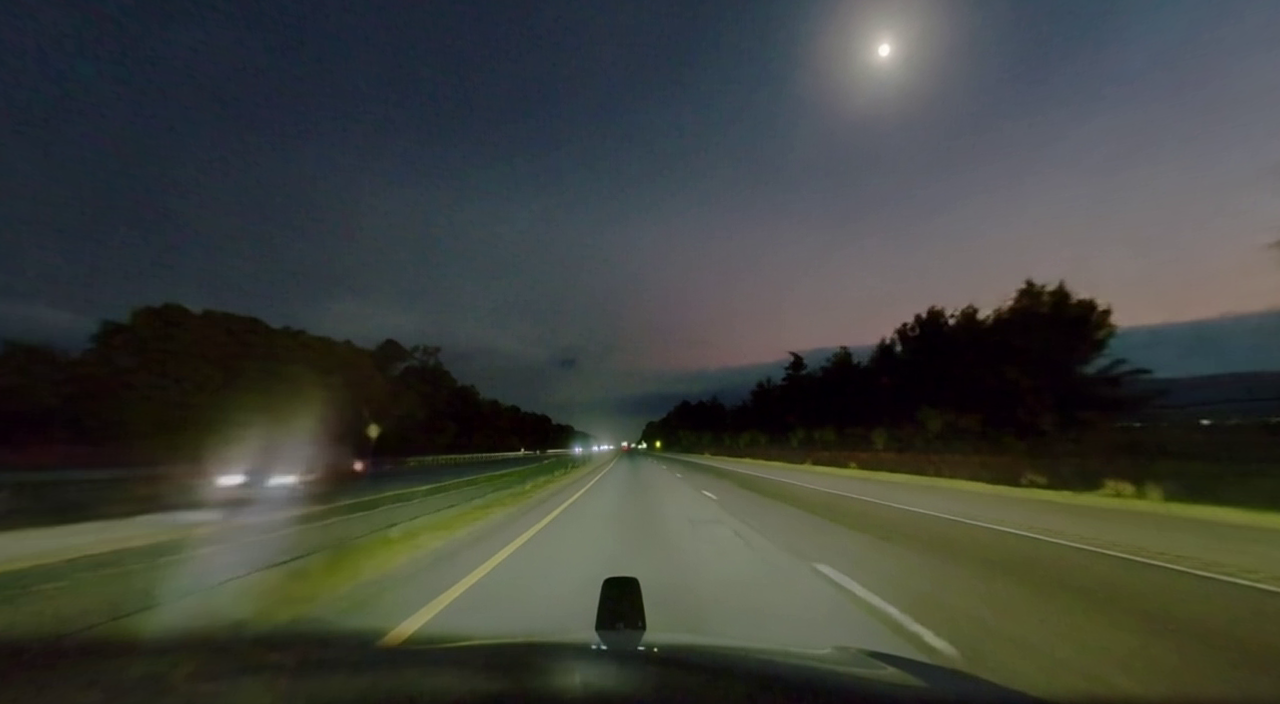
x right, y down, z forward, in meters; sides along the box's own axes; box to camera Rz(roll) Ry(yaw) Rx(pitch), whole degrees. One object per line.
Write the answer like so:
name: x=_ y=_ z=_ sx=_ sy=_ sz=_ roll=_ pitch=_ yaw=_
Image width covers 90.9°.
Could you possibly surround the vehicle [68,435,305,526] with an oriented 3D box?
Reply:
vehicle: x=-8.215 y=2.338 z=11.906 sx=1.739 sy=1.432 sz=3.639 roll=0 pitch=-9 yaw=0
